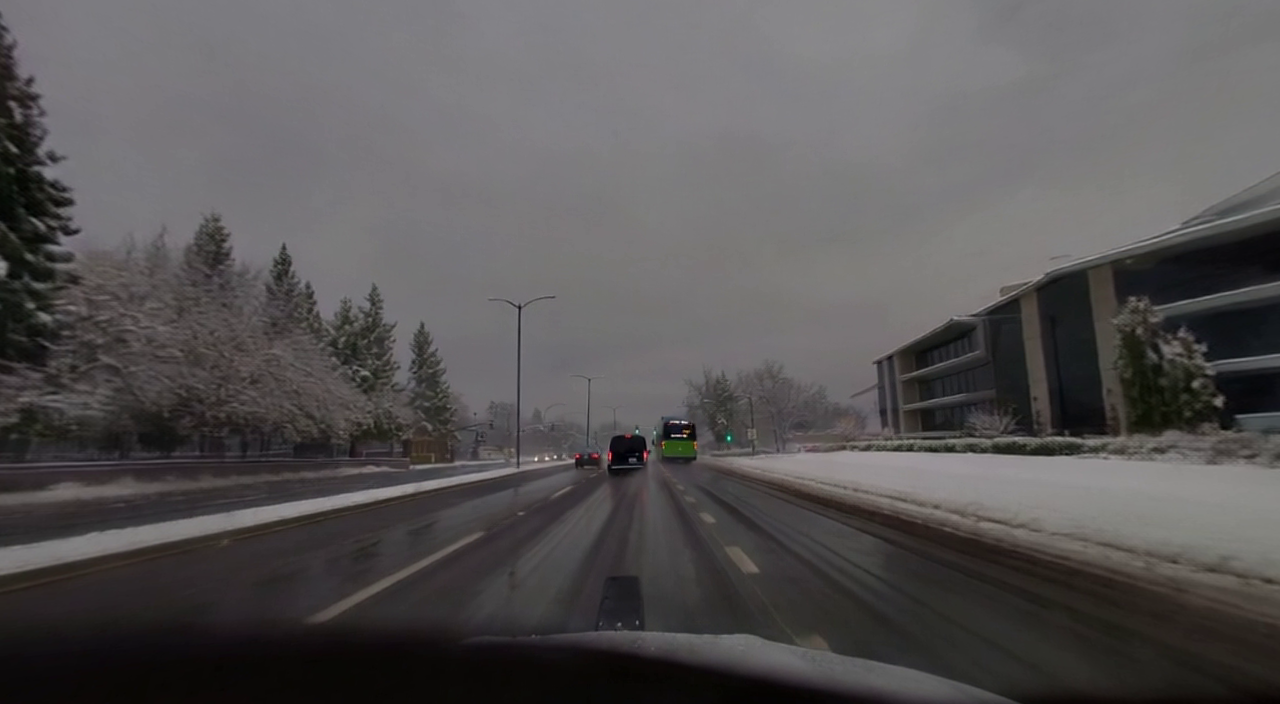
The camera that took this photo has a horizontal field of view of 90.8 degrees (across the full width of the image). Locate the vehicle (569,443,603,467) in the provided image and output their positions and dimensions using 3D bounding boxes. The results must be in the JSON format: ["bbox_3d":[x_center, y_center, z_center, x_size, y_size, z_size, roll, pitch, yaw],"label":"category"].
[{"bbox_3d":[-4.035,7.763,47.768,2.109,1.672,4.256,0,-9,1],"label":"vehicle"}]

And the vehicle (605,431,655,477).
[{"bbox_3d":[-0.427,5.121,31.989,2.336,2.122,5.207,0,-9,1],"label":"vehicle"}]
